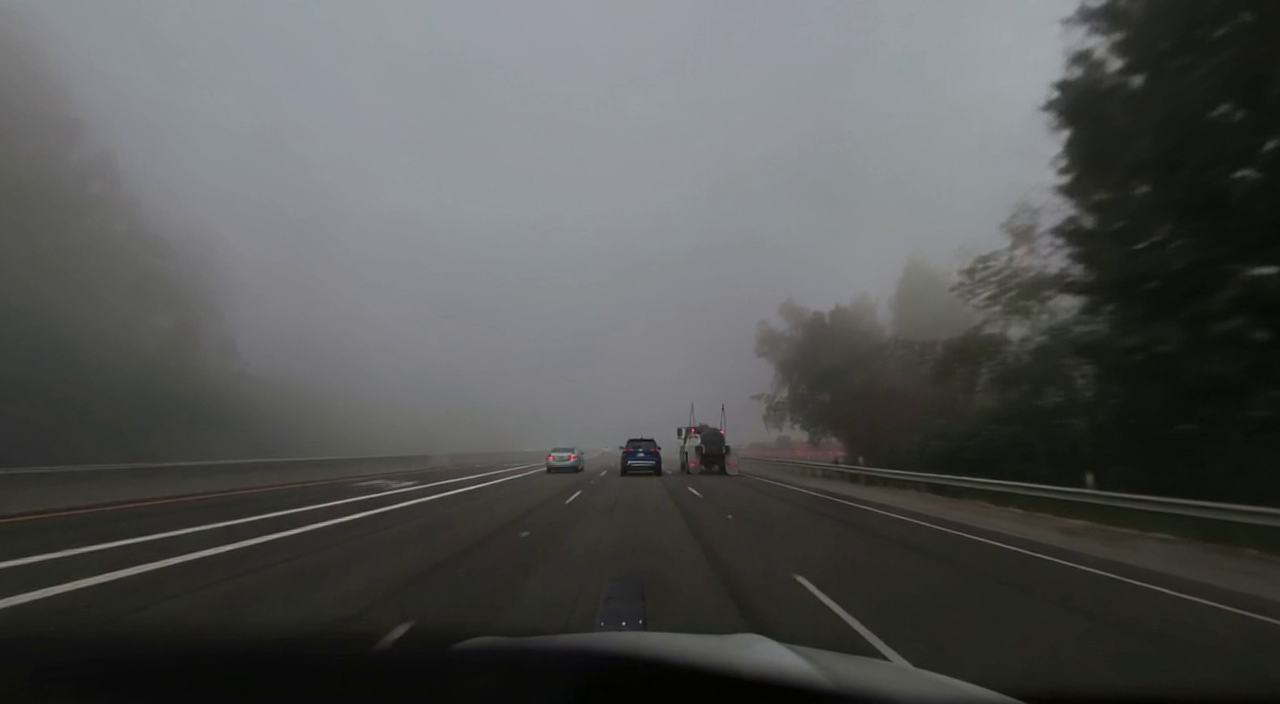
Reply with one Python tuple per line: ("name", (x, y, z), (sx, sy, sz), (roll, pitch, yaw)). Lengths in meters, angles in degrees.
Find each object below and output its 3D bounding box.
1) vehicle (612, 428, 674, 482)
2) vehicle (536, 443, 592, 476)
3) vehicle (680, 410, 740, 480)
("vehicle", (0.118, 4.183, 25.868), (2.308, 1.993, 4.631), (0, -8, 0))
("vehicle", (-3.613, 5.201, 30.780), (2.096, 1.469, 4.319), (0, -8, 1))
("vehicle", (4.143, 5.798, 39.515), (2.793, 3.828, 9.580), (0, -8, 1))
